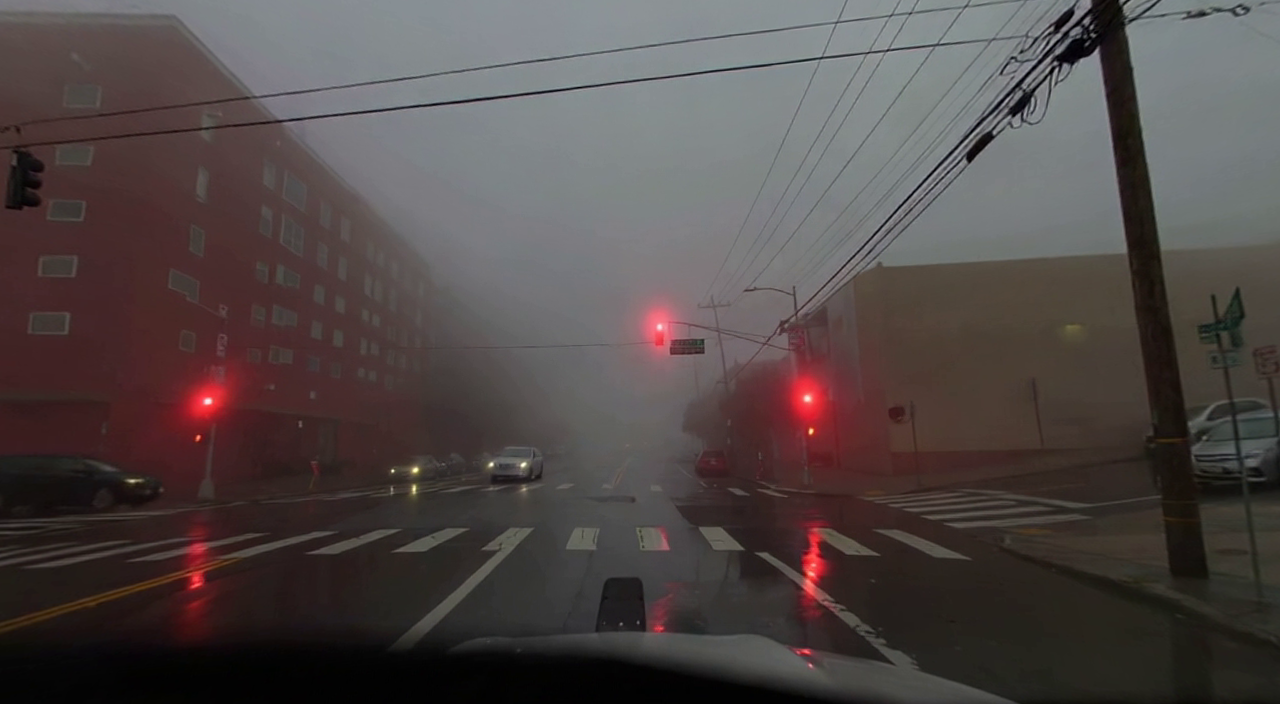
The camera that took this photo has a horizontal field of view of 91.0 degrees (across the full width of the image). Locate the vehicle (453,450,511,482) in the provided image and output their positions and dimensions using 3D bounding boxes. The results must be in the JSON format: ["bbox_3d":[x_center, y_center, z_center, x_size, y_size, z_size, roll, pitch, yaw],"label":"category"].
[{"bbox_3d":[-8.739,6.309,35.187,2.020,1.672,3.842,0,-9,3],"label":"vehicle"}]

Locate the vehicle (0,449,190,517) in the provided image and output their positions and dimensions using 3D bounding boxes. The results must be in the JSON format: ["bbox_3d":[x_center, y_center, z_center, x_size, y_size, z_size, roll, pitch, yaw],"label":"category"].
[{"bbox_3d":[-15.141,3.432,16.787,4.525,1.650,2.120,2,-9,-11],"label":"vehicle"}]

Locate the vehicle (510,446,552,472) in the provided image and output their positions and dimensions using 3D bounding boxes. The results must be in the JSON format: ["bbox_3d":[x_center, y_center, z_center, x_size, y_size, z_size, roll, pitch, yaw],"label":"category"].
[{"bbox_3d":[-8.177,8.011,47.566,2.096,1.830,4.752,0,-9,2],"label":"vehicle"}]

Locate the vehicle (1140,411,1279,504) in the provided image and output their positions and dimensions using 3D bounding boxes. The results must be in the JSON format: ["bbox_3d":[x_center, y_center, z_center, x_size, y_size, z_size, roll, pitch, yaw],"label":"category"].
[{"bbox_3d":[12.682,2.130,12.839,3.234,1.746,1.941,0,-9,1],"label":"vehicle"}]

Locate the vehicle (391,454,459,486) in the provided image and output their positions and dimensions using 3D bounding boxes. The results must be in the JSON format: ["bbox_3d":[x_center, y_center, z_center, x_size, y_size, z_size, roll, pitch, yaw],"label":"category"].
[{"bbox_3d":[-12.053,6.610,35.606,1.943,1.574,4.727,0,-9,3],"label":"vehicle"}]
